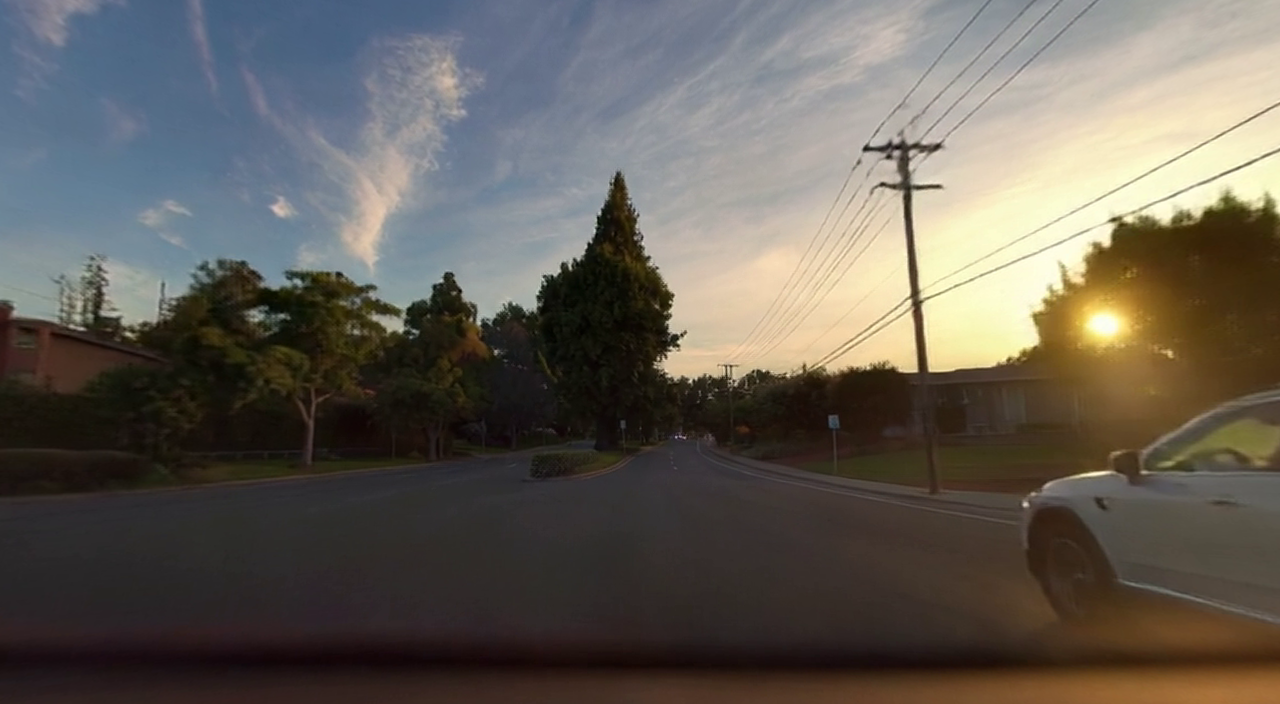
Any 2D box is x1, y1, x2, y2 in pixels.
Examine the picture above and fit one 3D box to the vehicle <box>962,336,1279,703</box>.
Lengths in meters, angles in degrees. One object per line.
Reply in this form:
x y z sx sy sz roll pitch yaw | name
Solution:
3.949 0.870 3.122 2.193 1.777 4.772 0 -9 0 | vehicle
